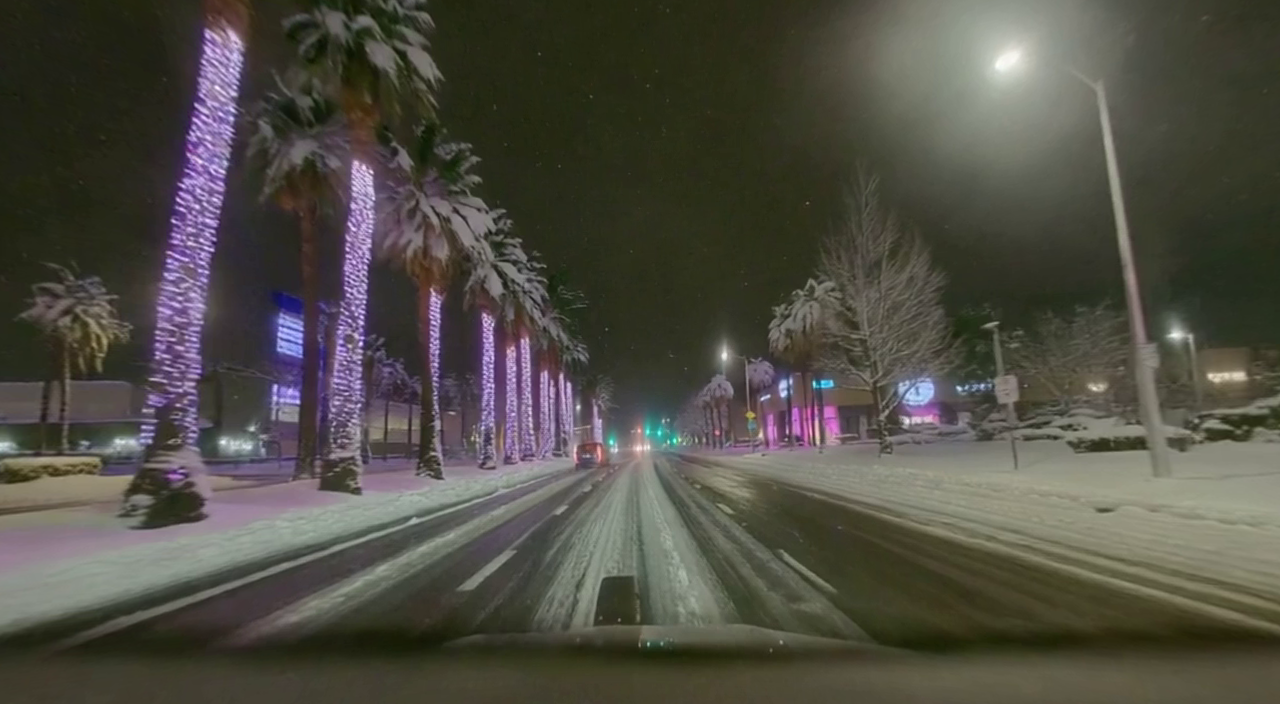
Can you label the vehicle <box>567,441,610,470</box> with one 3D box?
[{"bbox_3d":[-3.059,6.275,38.492,2.160,1.615,4.117,-1,-9,2],"label":"vehicle"}]
